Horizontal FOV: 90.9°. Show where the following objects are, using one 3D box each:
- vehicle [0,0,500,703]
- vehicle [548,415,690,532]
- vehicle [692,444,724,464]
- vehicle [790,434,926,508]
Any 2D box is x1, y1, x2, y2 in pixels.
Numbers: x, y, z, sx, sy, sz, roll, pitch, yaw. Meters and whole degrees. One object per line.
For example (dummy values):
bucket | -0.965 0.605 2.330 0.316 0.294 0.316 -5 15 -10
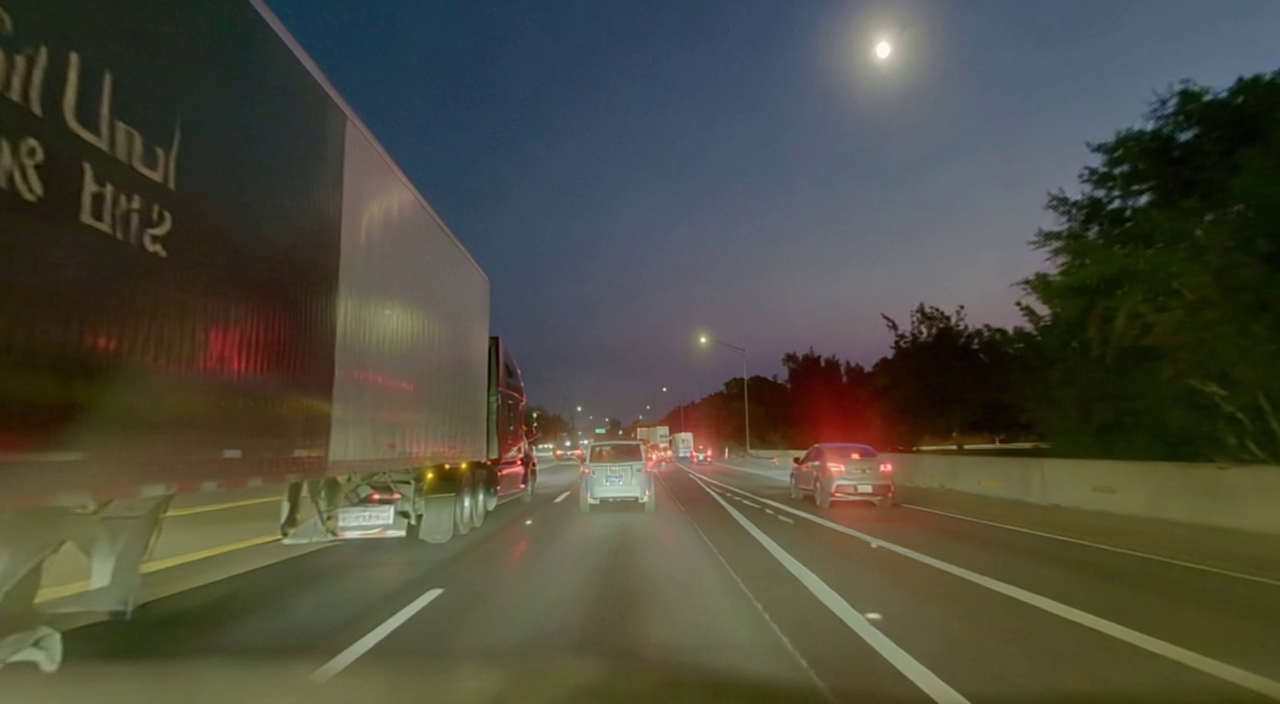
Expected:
vehicle | -3.703 -0.331 2.300 2.857 4.063 16.026 0 -8 0
vehicle | -0.326 2.156 11.665 2.152 1.779 3.924 0 -9 0
vehicle | 5.260 8.021 49.533 1.918 1.479 4.571 0 -9 -1
vehicle | 5.239 2.900 15.792 1.937 1.601 3.798 0 -9 -2
